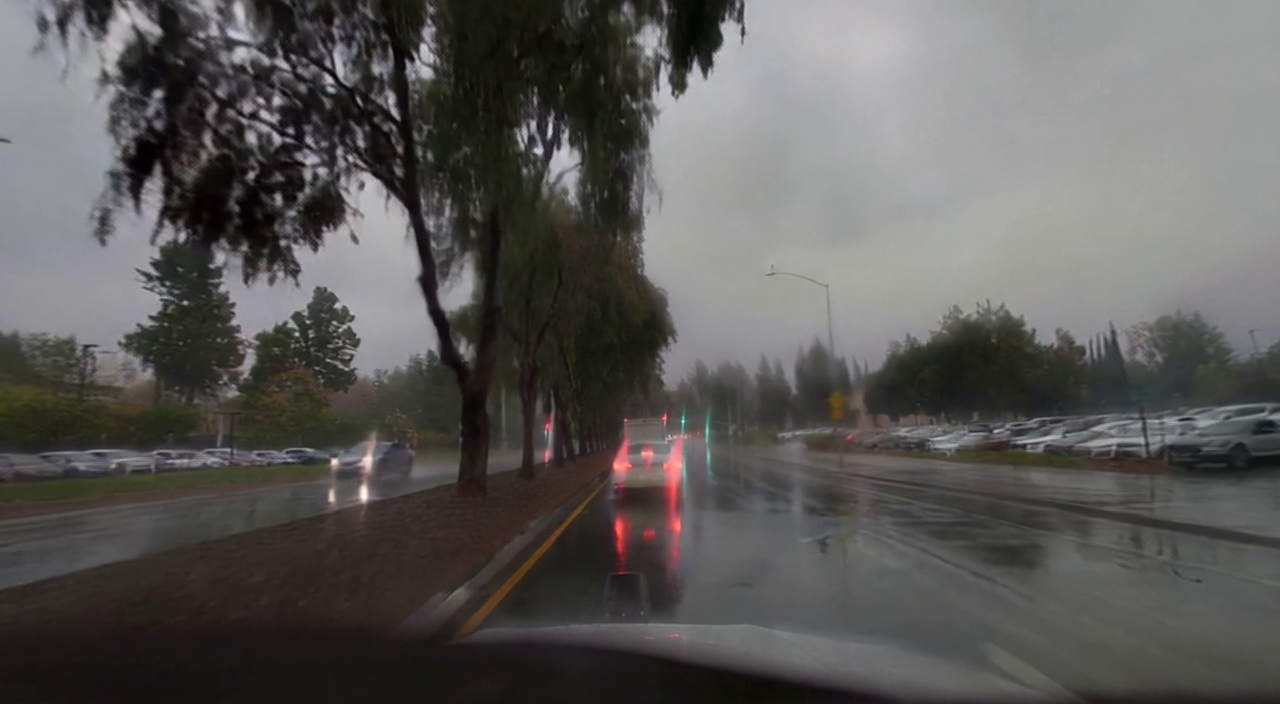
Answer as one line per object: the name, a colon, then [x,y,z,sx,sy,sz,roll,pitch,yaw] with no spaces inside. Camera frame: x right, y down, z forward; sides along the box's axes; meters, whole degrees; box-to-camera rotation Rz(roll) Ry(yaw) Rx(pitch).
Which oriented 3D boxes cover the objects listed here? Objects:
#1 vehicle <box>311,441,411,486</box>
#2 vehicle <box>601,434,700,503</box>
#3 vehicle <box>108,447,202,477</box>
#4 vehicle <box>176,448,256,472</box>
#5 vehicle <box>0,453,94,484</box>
vehicle: [-11.705,4.682,26.903,2.066,1.753,4.559,0,-8,2]
vehicle: [0.172,2.753,15.334,2.093,1.442,3.977,0,-8,-1]
vehicle: [-30.235,6.844,39.400,4.266,1.600,1.877,-3,-8,-2]
vehicle: [-29.987,7.627,44.650,4.342,1.621,1.967,-1,-8,5]
vehicle: [-30.558,5.854,31.749,4.356,1.444,1.819,0,-8,-1]
